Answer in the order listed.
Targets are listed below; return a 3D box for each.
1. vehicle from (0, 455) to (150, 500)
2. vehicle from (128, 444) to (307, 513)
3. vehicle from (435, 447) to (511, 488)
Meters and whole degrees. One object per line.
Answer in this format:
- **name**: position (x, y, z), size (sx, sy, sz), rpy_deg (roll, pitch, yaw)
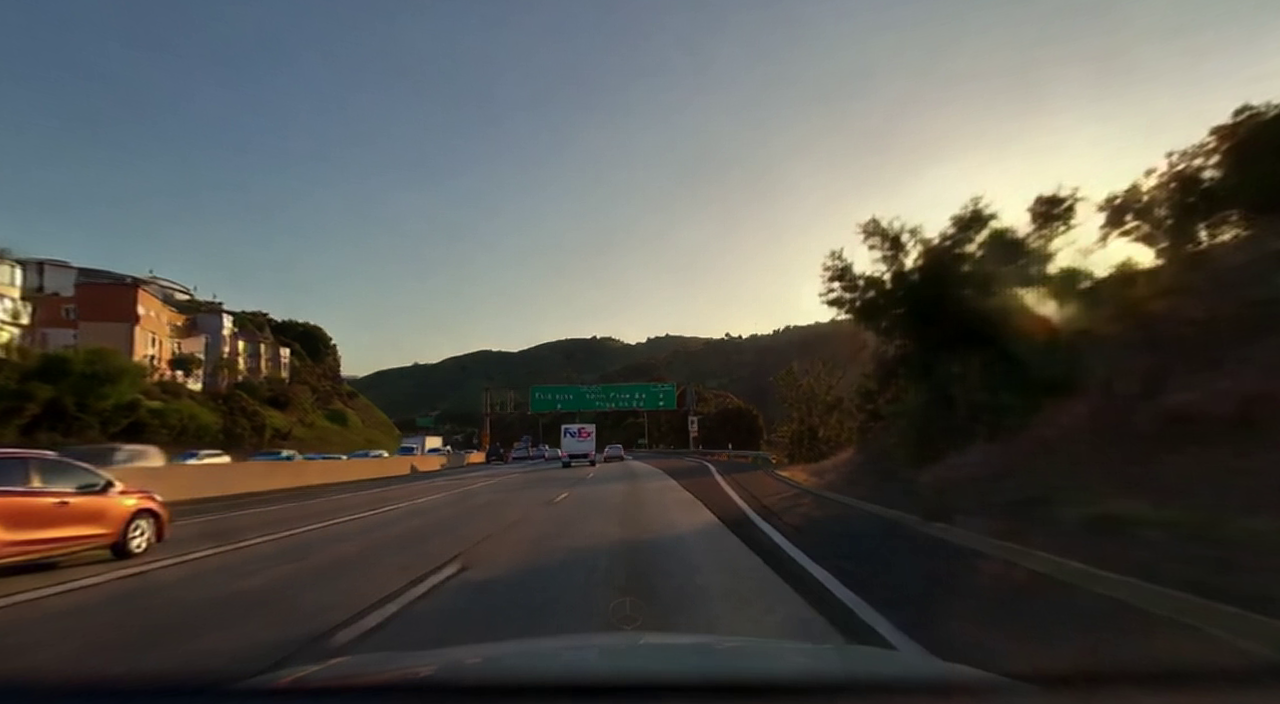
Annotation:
- **vehicle**: position (-21.443, 4.710, 24.141), size (1.845, 1.464, 4.386), rpy_deg (0, -8, 0)
- **vehicle**: position (-11.645, 3.449, 17.857), size (1.931, 1.692, 4.443), rpy_deg (0, -8, 1)
- **vehicle**: position (-7.789, 5.423, 29.929), size (2.294, 1.710, 4.436), rpy_deg (1, -8, 1)
